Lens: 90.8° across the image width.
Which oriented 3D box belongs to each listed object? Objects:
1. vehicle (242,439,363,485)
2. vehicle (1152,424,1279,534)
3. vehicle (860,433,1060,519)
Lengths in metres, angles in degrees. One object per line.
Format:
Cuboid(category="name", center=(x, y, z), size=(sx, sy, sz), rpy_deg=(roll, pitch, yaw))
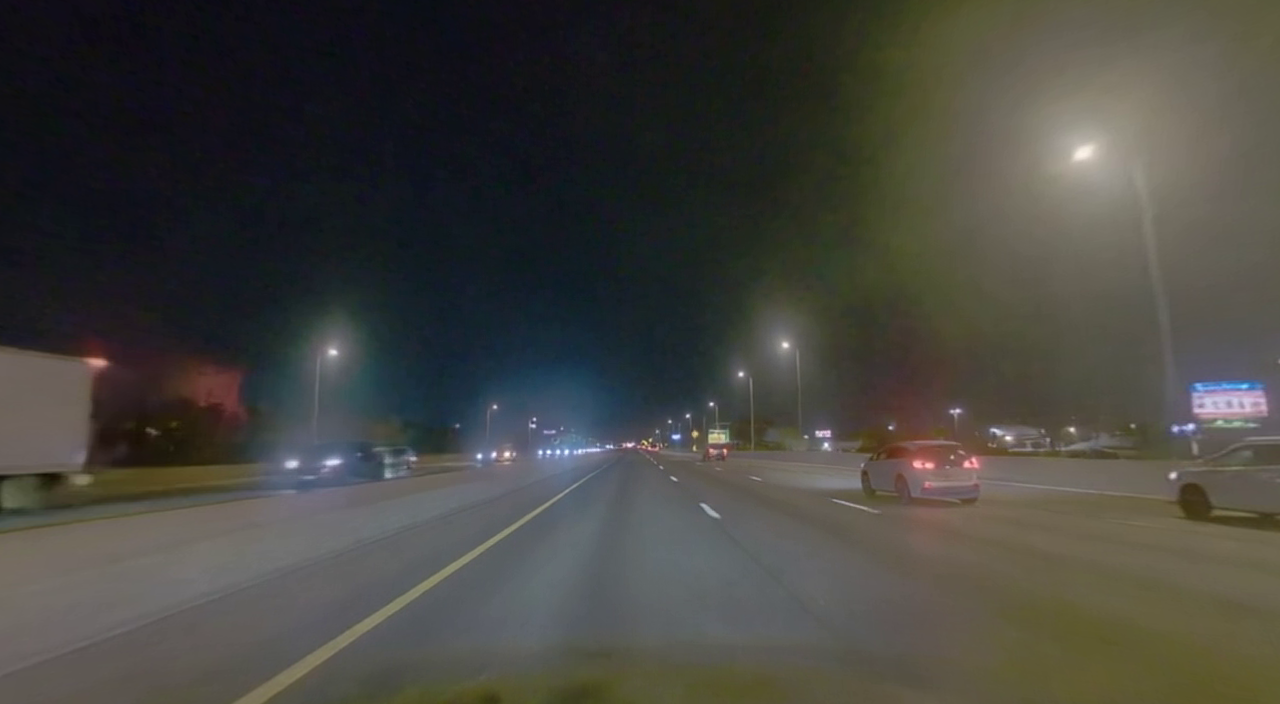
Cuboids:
Cuboid(category="vehicle", center=(-13.572, 4.443, 25.874), size=(2.009, 1.650, 5.269), rpy_deg=(0, -9, 0))
Cuboid(category="vehicle", center=(10.879, 1.950, 9.870), size=(2.068, 1.680, 4.361), rpy_deg=(-1, -8, 1))
Cuboid(category="vehicle", center=(6.691, 2.629, 13.961), size=(1.901, 1.548, 4.684), rpy_deg=(0, -9, -1))
